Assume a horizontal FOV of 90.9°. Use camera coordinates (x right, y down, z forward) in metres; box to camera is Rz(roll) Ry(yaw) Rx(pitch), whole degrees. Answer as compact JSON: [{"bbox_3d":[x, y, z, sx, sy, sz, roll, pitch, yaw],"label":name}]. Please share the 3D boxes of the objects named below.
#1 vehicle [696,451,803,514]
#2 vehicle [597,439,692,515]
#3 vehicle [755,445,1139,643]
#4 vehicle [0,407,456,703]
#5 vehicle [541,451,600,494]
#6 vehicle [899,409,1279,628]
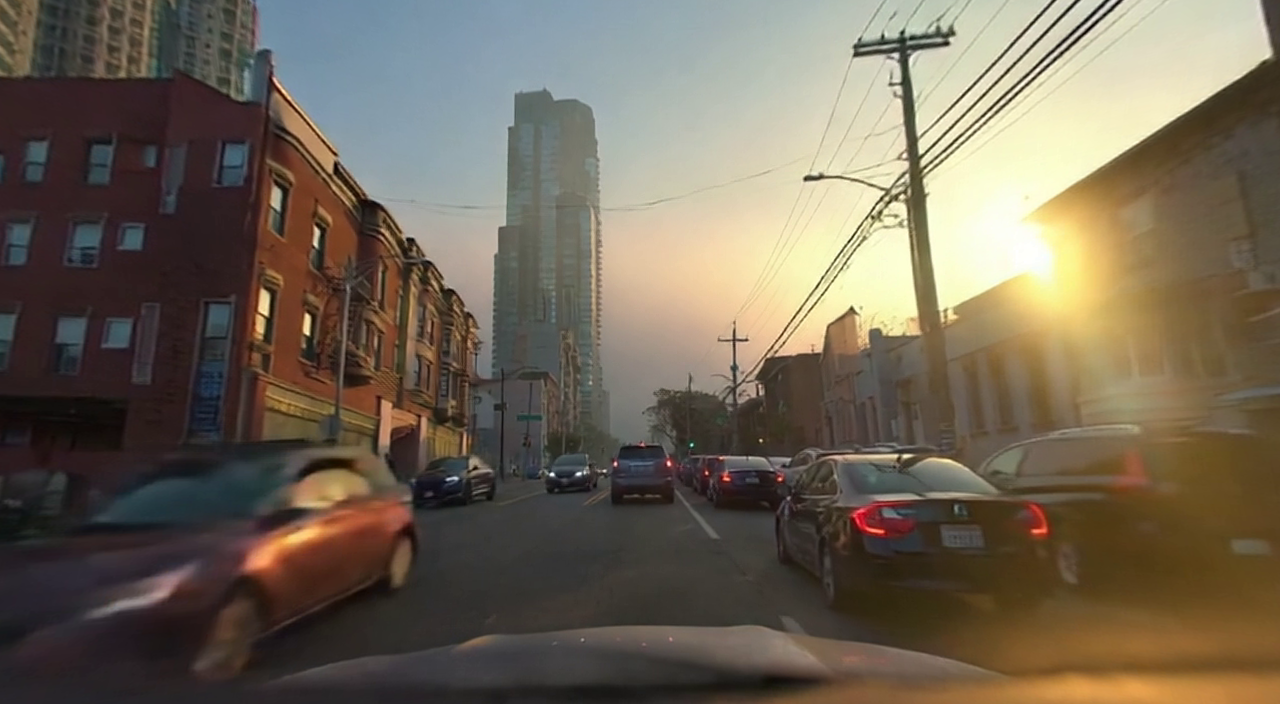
[{"bbox_3d":[2.921,3.606,18.081,2.116,1.487,4.988,0,-8,-1],"label":"vehicle"},{"bbox_3d":[0.058,3.241,16.854,2.232,1.736,4.036,0,-8,-1],"label":"vehicle"},{"bbox_3d":[2.720,1.777,7.022,2.029,1.460,4.451,0,-8,0],"label":"vehicle"},{"bbox_3d":[-3.478,1.513,5.911,2.112,1.705,4.365,0,-9,1],"label":"vehicle"},{"bbox_3d":[-2.953,5.253,27.849,2.023,1.646,4.282,0,-9,1],"label":"vehicle"},{"bbox_3d":[5.386,1.780,7.938,2.093,1.818,5.189,0,-8,1],"label":"vehicle"}]
